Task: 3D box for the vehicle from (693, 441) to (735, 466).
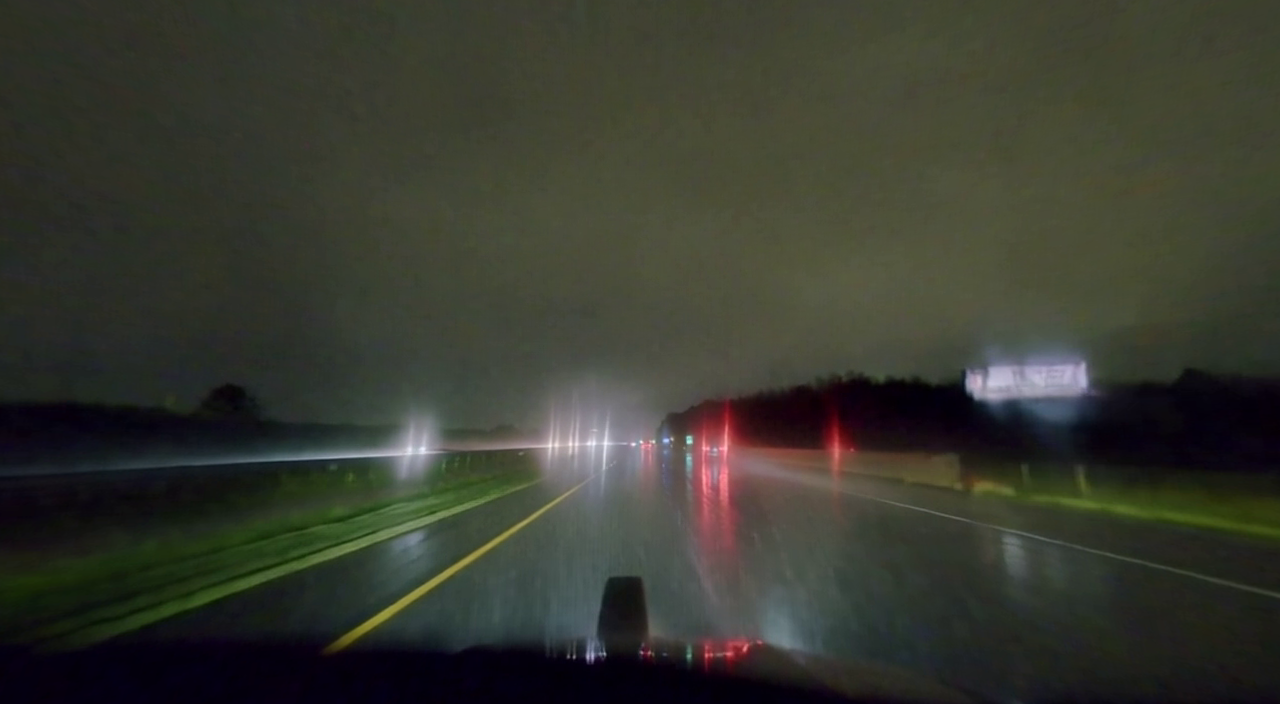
[{"bbox_3d":[4.572,6.331,39.552,2.012,1.476,4.256,0,-9,-2],"label":"vehicle"}]
